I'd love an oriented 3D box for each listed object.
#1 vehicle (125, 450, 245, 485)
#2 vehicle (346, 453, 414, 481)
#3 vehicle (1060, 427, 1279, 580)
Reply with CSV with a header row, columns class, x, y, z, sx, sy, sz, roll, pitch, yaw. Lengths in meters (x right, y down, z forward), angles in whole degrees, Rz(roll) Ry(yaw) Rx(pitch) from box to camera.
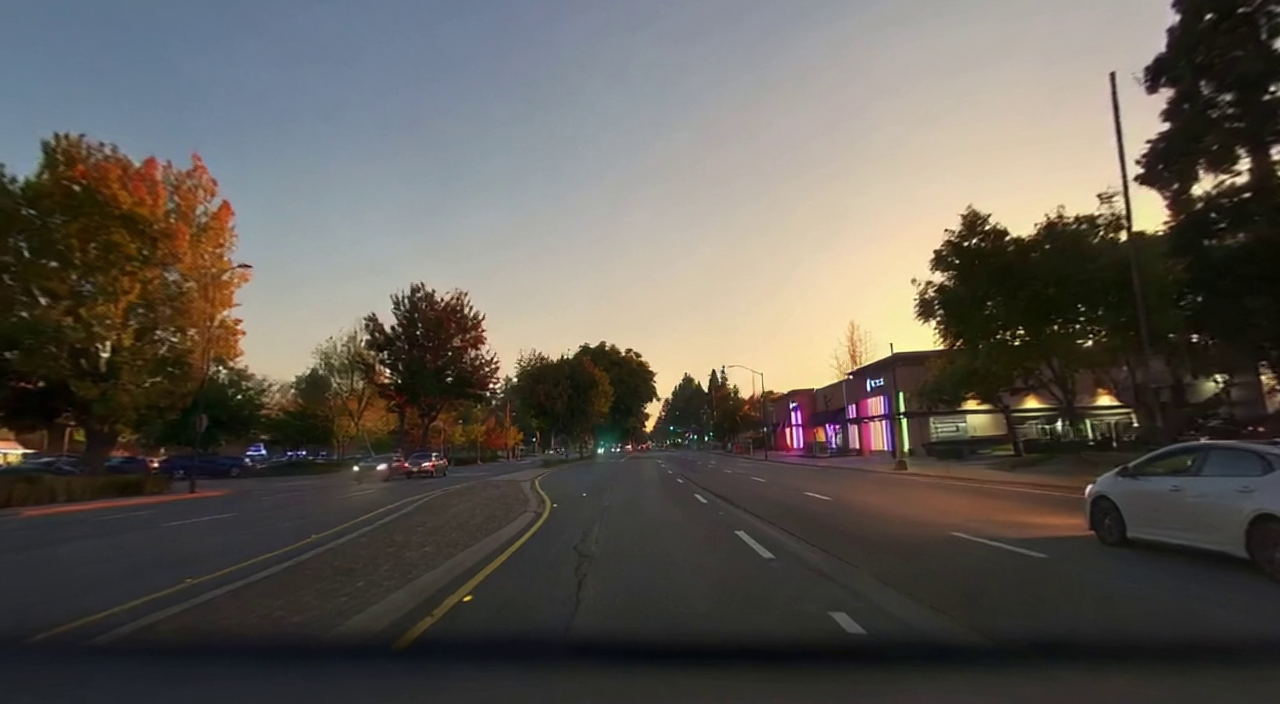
class,x,y,z,sx,sy,sz,roll,pitch,yaw
vehicle,-27.932,7.082,39.002,5.702,1.985,2.175,7,-12,-35
vehicle,-15.040,6.653,36.848,2.001,1.485,4.469,-1,-8,2
vehicle,7.132,1.599,7.019,1.936,1.460,4.258,0,-8,-1
